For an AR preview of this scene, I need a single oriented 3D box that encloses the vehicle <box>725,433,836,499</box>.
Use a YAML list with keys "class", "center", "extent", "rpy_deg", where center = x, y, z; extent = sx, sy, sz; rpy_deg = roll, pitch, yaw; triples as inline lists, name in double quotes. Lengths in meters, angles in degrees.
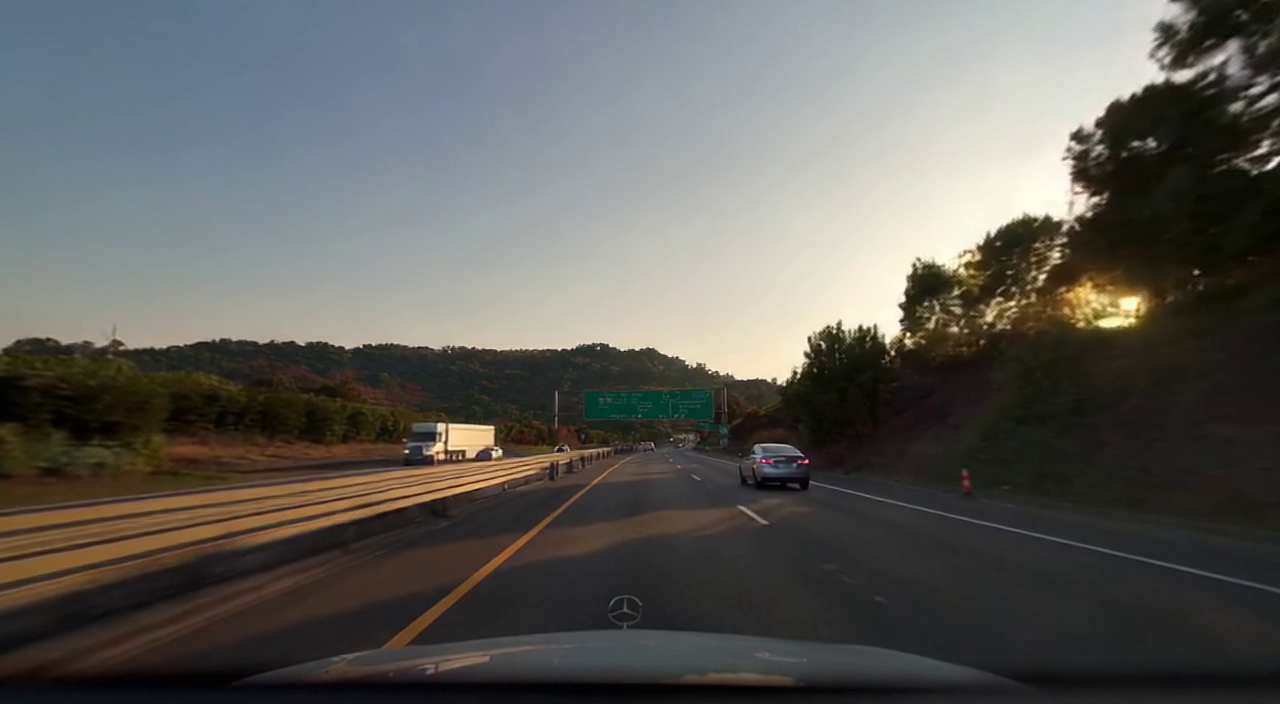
- class: "vehicle"
  center: [3.568, 2.978, 16.857]
  extent: [1.997, 1.515, 4.025]
  rpy_deg: [0, -9, 0]
